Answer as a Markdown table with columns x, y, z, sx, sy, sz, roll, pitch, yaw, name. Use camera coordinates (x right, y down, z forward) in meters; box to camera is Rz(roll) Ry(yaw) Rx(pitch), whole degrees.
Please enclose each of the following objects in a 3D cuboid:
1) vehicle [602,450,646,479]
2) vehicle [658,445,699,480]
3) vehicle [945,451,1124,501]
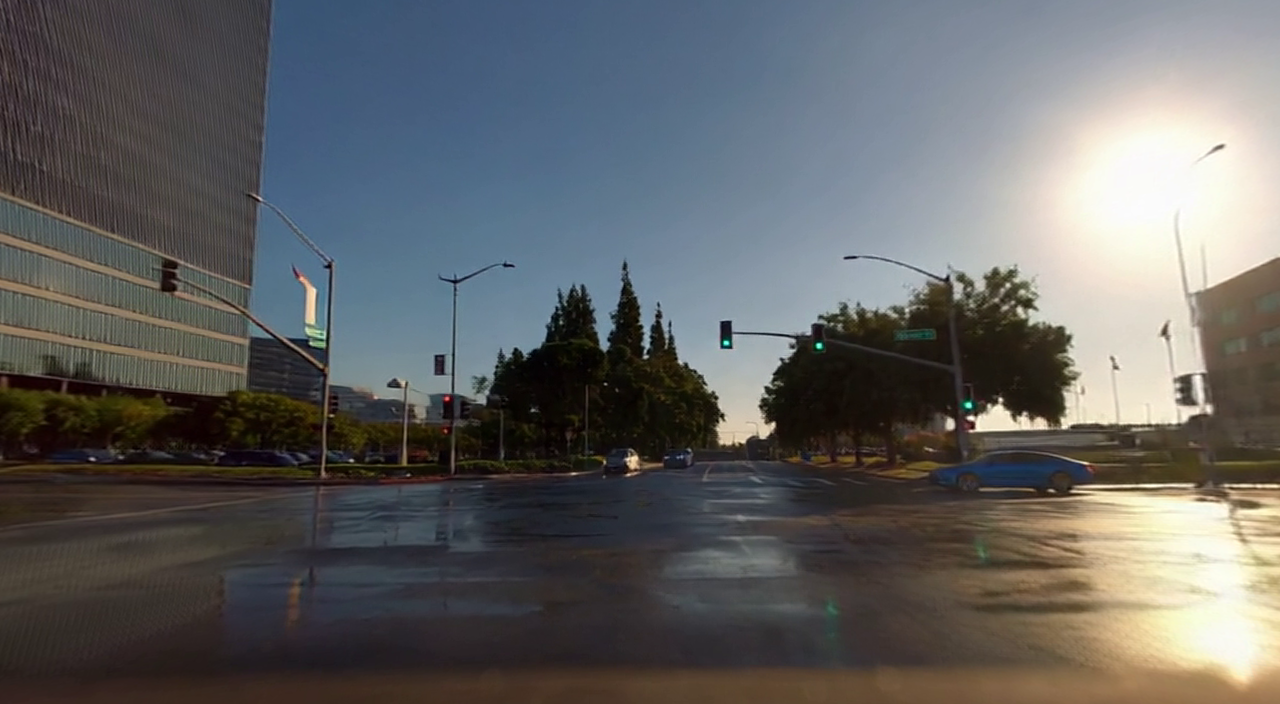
| x | y | z | sx | sy | sz | roll | pitch | yaw | name |
| --- | --- | --- | --- | --- | --- | --- | --- | --- | --- |
| -0.848 | 6.522 | 36.597 | 2.068 | 1.486 | 4.664 | -1 | -8 | 5 | vehicle |
| 2.049 | 5.790 | 33.262 | 2.018 | 1.699 | 4.751 | -1 | -8 | 4 | vehicle |
| 13.379 | 4.162 | 21.495 | 4.896 | 1.503 | 1.971 | -6 | -10 | 35 | vehicle |
